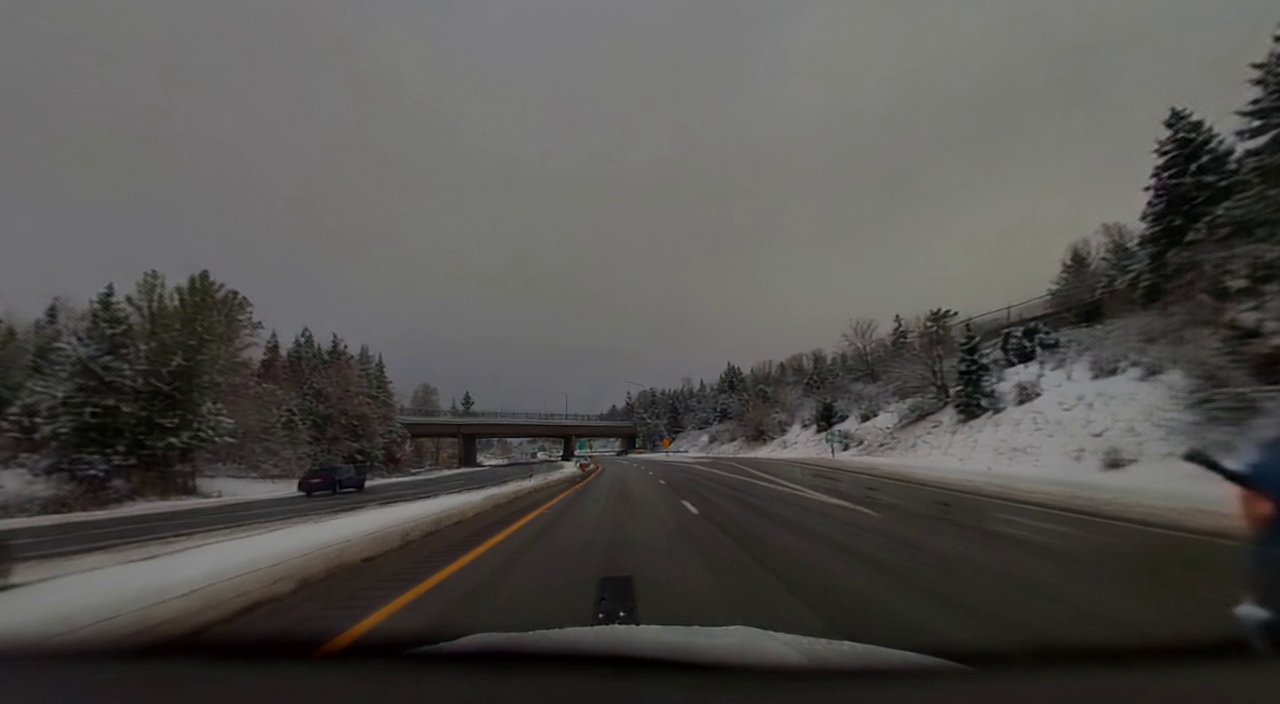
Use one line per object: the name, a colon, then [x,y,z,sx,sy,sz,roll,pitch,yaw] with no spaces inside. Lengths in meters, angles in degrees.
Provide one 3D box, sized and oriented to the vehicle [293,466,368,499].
vehicle: [-22.144,9.337,45.523,2.573,1.976,5.651,-3,-9,-1]
